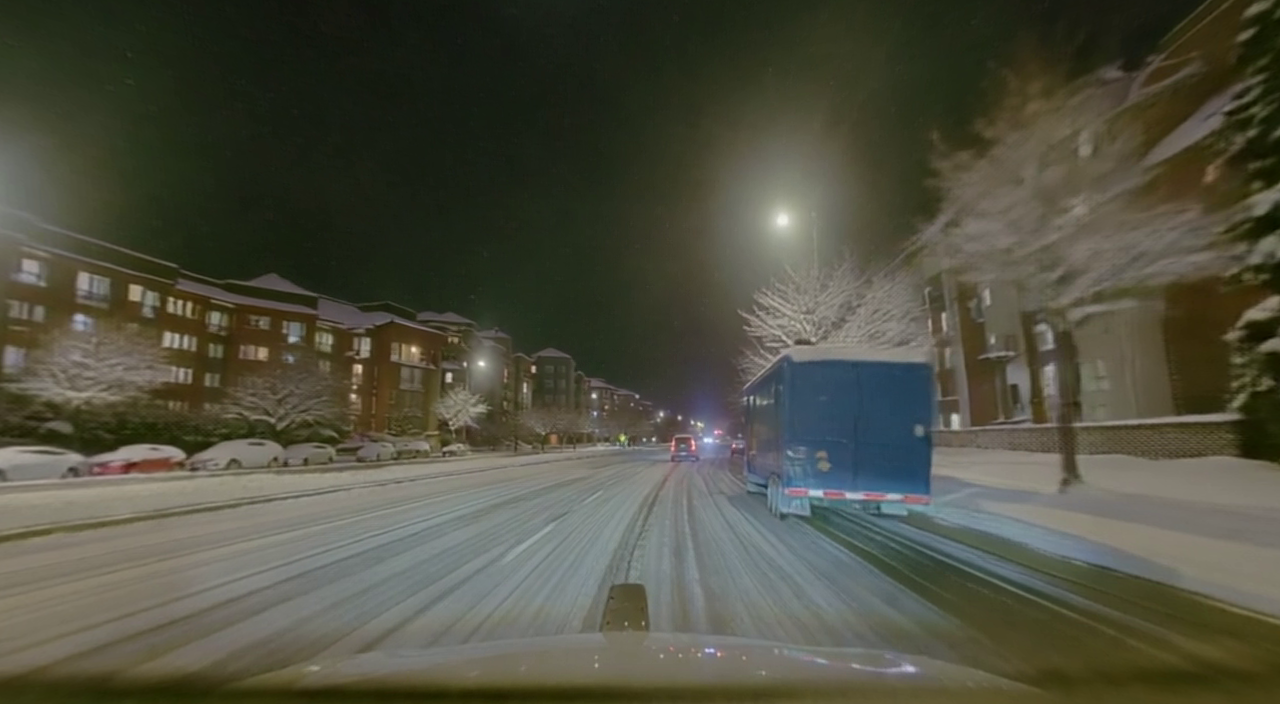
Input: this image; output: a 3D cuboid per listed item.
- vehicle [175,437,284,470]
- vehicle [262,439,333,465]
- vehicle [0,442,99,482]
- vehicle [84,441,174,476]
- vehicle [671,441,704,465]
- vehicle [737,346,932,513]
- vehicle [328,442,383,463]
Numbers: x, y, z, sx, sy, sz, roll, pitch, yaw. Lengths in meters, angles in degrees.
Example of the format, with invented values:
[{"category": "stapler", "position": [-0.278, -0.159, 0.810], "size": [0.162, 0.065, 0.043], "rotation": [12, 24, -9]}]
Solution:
[{"category": "vehicle", "position": [-23.493, 5.848, 36.432], "size": [2.242, 1.693, 5.560], "rotation": [-2, -9, 5]}, {"category": "vehicle", "position": [-22.826, 6.681, 42.254], "size": [2.008, 1.668, 4.379], "rotation": [-1, -8, 5]}, {"category": "vehicle", "position": [-24.325, 4.324, 24.928], "size": [2.015, 1.446, 4.316], "rotation": [-2, -8, 0]}, {"category": "vehicle", "position": [-24.145, 5.006, 29.882], "size": [1.659, 1.570, 2.845], "rotation": [-1, -8, 5]}, {"category": "vehicle", "position": [2.886, 6.065, 37.981], "size": [1.871, 1.370, 4.206], "rotation": [-1, -8, 5]}, {"category": "vehicle", "position": [4.467, 2.135, 16.747], "size": [2.945, 3.277, 8.473], "rotation": [-1, -8, 4]}, {"category": "vehicle", "position": [-21.913, 7.749, 48.738], "size": [1.900, 1.489, 4.361], "rotation": [-1, -8, 6]}]
